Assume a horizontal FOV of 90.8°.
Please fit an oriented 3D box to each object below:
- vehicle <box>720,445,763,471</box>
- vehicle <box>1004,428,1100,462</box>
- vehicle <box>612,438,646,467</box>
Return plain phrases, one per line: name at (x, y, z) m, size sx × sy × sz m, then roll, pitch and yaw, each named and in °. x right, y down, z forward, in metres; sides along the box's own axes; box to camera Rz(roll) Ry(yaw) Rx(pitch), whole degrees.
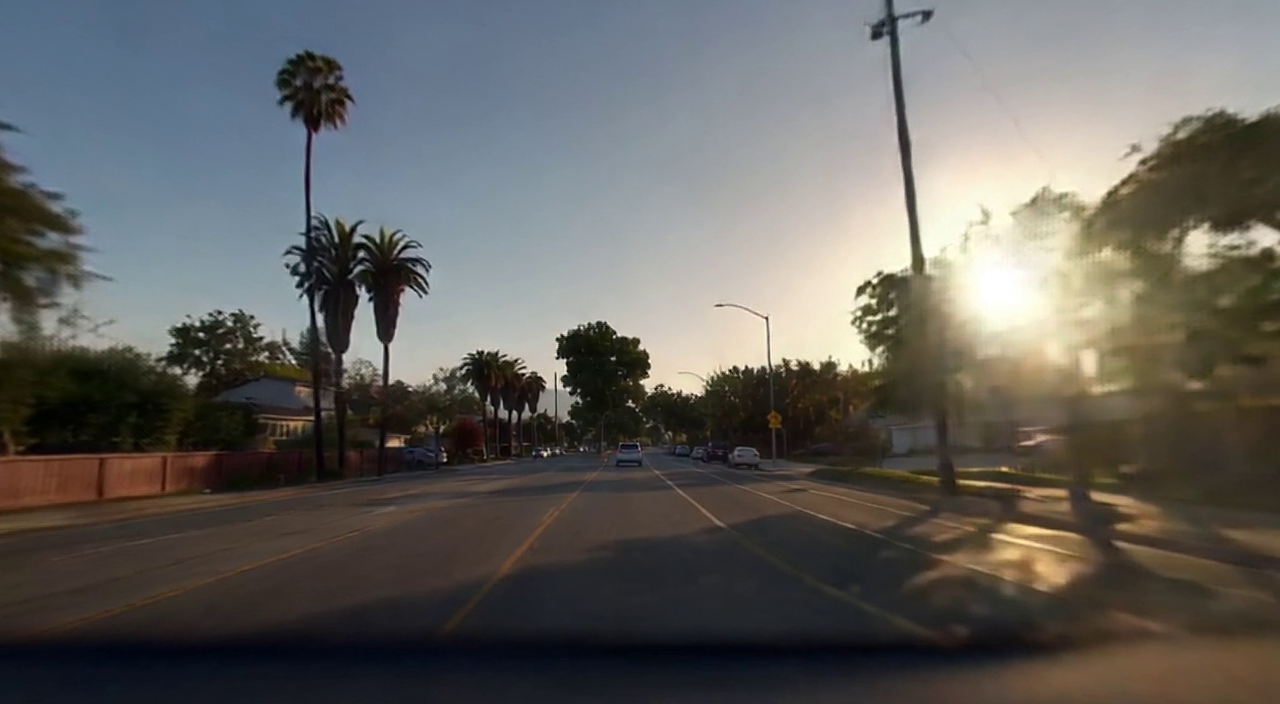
vehicle at (6.237, 6.569, 39.336) m, size 1.947 × 1.505 × 4.759 m, roll 0°, pitch -8°, yaw 0°
vehicle at (24.090, 5.510, 37.229) m, size 2.135 × 1.787 × 4.888 m, roll 0°, pitch -9°, yaw -3°
vehicle at (-0.844, 7.005, 44.260) m, size 2.248 × 1.833 × 4.798 m, roll 0°, pitch -8°, yaw -2°
